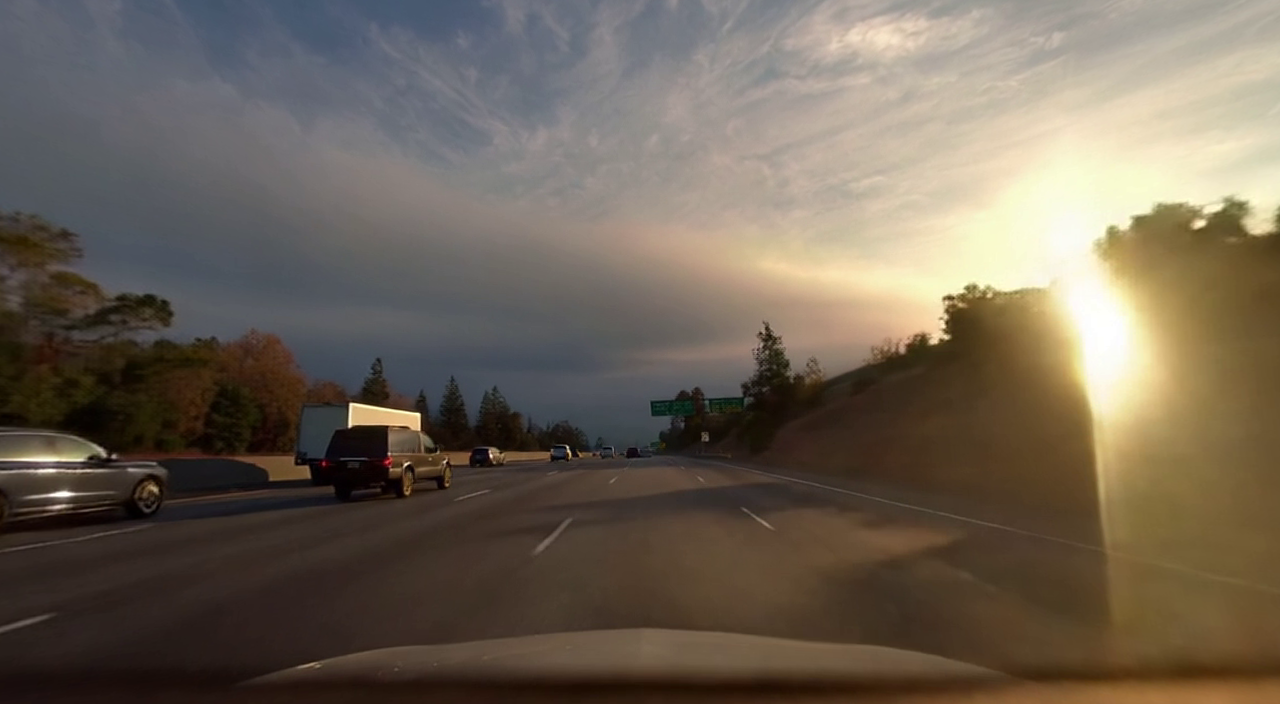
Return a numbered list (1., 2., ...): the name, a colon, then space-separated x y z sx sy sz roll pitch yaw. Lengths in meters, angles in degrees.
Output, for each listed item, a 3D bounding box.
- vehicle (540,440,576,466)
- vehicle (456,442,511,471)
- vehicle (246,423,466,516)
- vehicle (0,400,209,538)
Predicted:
1. vehicle: -5.948 7.339 46.071 2.009 1.735 4.358 -1 -8 1
2. vehicle: -9.516 6.357 38.746 2.060 1.662 4.469 -1 -8 2
3. vehicle: -6.387 2.726 15.418 2.403 1.773 6.276 -1 -8 1
4. vehicle: -10.257 1.814 9.965 2.576 1.922 6.067 -1 -8 0
